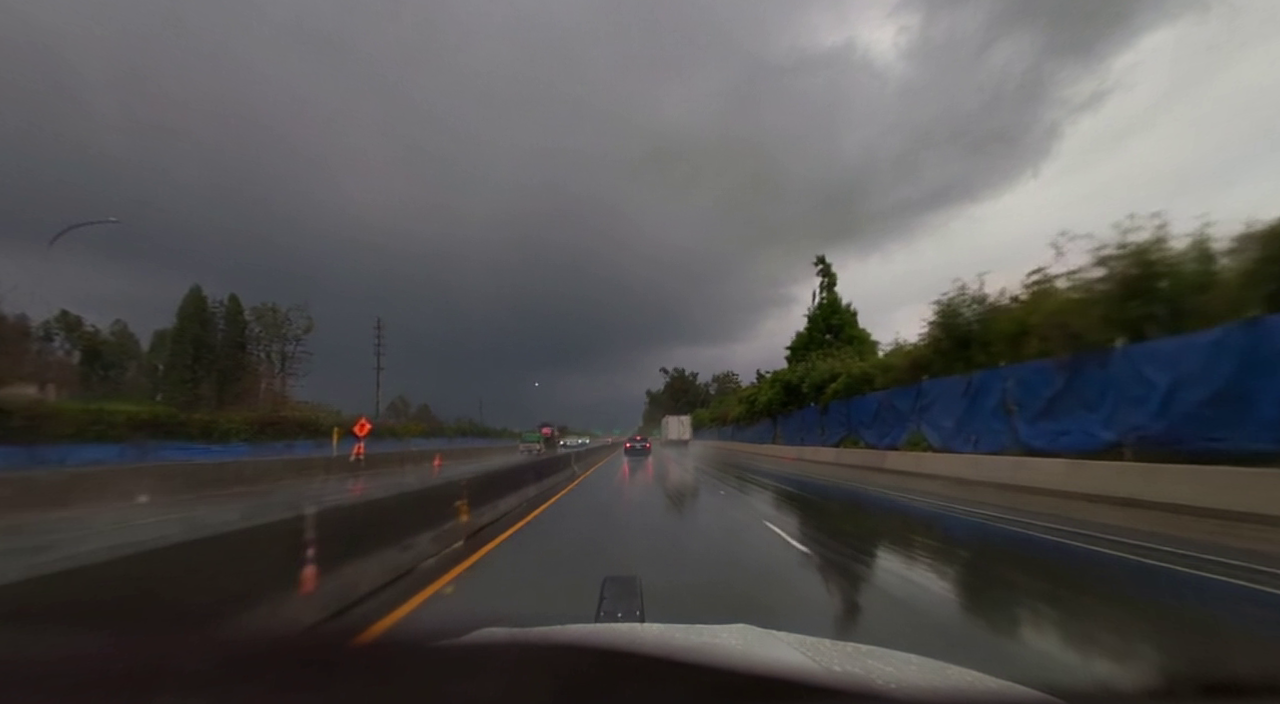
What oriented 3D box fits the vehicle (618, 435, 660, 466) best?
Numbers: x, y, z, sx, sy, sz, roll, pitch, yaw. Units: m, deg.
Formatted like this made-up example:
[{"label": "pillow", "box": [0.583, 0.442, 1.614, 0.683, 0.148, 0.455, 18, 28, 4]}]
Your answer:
[{"label": "vehicle", "box": [-0.047, 5.006, 32.180, 2.004, 1.472, 4.075, 0, -8, 0]}]
